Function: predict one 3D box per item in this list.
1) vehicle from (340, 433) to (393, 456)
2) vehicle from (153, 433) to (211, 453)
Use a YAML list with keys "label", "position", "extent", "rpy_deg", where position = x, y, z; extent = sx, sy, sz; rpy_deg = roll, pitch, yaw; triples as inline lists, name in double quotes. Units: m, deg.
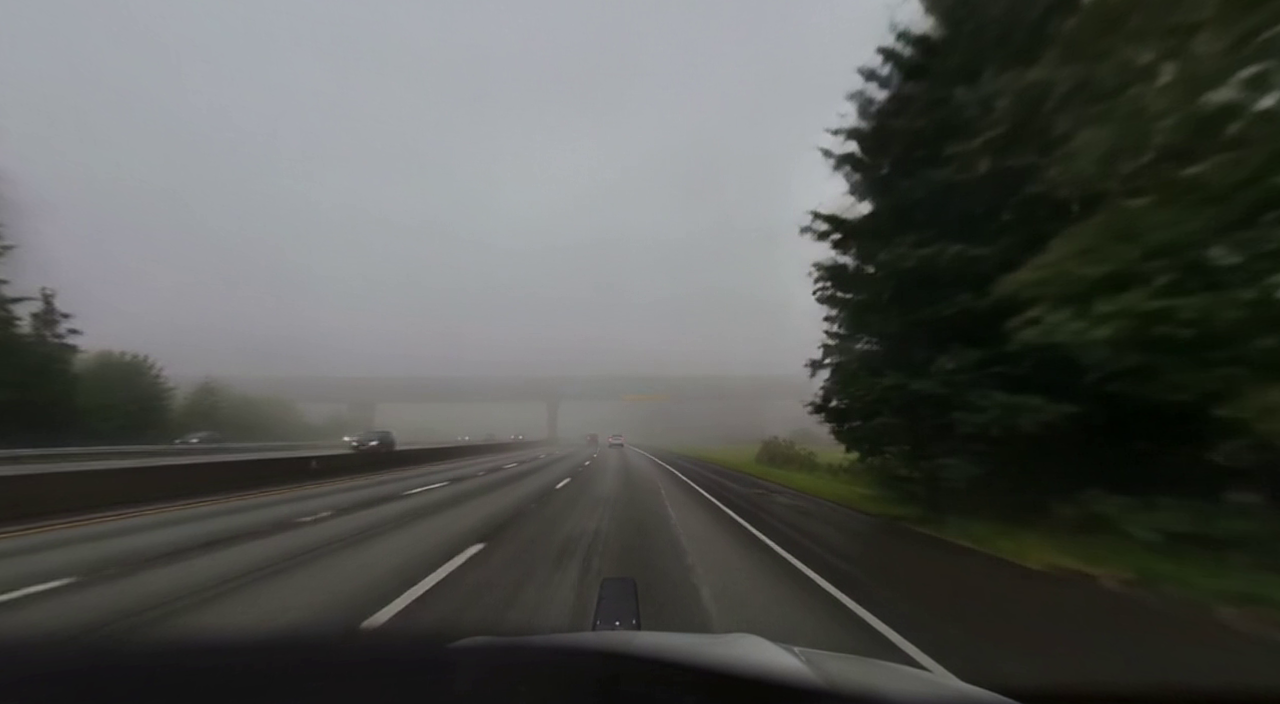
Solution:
- label: "vehicle"
  position: [-19.207, 6.502, 44.354]
  extent: [1.888, 1.487, 4.438]
  rpy_deg: [0, -8, -2]
- label: "vehicle"
  position: [-34.594, 6.896, 47.578]
  extent: [1.673, 1.422, 3.610]
  rpy_deg: [0, -8, -2]
